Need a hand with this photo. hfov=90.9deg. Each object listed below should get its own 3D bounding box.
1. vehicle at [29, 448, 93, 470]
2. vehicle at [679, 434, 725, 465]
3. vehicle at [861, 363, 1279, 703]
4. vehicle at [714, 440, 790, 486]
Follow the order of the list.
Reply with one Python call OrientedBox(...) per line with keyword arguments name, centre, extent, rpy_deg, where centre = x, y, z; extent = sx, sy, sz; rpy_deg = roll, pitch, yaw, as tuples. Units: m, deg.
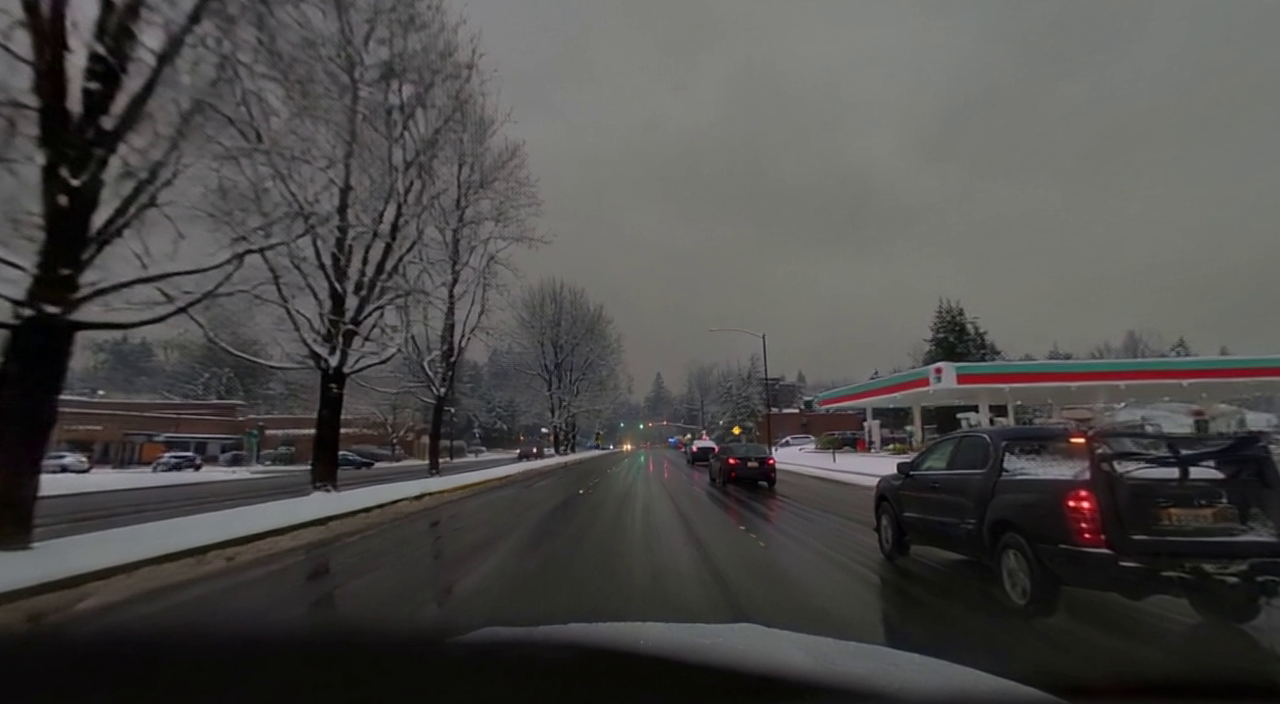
OrientedBox(name="vehicle", centre=(-43.988, 8.095, 48.007), extent=(1.820, 1.459, 4.381), rpy_deg=(1, -8, -18))
OrientedBox(name="vehicle", centre=(4.105, 6.588, 42.597), extent=(2.611, 1.983, 5.165), rpy_deg=(0, -9, 0))
OrientedBox(name="vehicle", centre=(3.620, 1.244, 5.081), extent=(1.875, 1.665, 4.931), rpy_deg=(0, -9, 0))
OrientedBox(name="vehicle", centre=(3.802, 3.835, 22.083), extent=(1.871, 1.442, 4.122), rpy_deg=(0, -9, 0))
